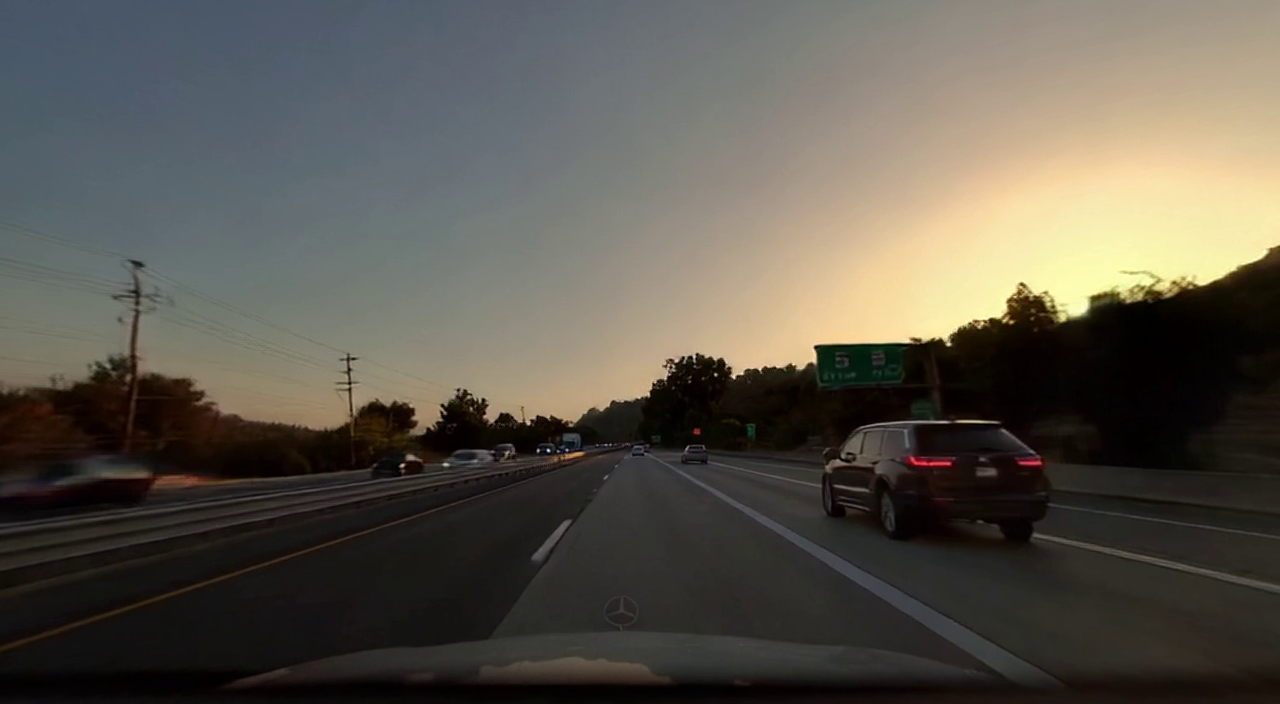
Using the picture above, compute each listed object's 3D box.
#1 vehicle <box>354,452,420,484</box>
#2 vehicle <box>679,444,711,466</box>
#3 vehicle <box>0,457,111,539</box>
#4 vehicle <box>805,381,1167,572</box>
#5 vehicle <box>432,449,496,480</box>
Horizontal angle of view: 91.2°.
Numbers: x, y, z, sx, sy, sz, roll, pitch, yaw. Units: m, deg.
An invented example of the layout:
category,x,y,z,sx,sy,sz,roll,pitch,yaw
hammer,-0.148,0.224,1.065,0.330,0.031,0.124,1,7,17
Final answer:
category,x,y,z,sx,sy,sz,roll,pitch,yaw
vehicle,-13.102,6.009,32.743,1.811,1.500,3.805,0,-9,1
vehicle,3.937,7.455,45.302,1.917,1.488,3.693,0,-9,-2
vehicle,-13.095,2.844,12.255,1.902,1.516,4.079,0,-9,0
vehicle,4.183,1.662,9.013,2.177,1.914,5.245,0,-9,0
vehicle,-9.263,5.947,33.414,2.012,1.523,4.777,0,-9,0
